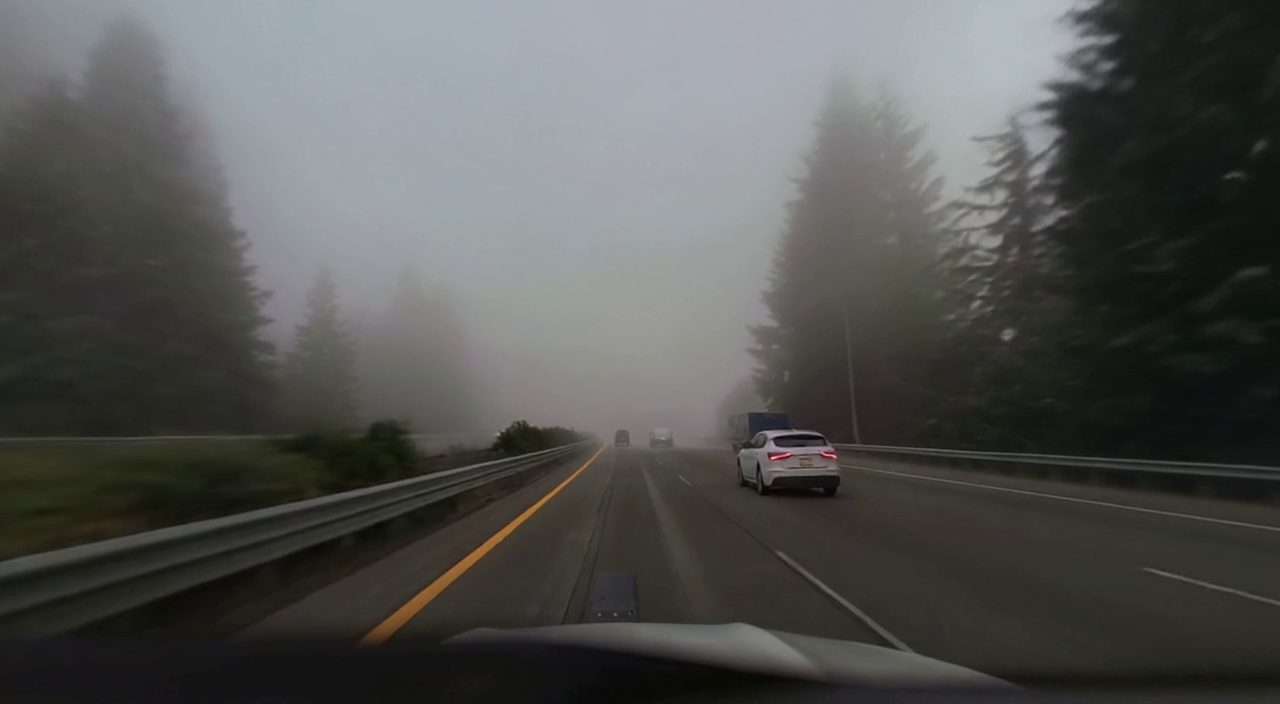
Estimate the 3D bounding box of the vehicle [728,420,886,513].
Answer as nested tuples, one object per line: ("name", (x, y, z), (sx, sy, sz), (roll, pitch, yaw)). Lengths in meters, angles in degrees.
("vehicle", (3.122, 2.218, 12.707), (2.002, 1.569, 3.845), (0, -8, -2))
